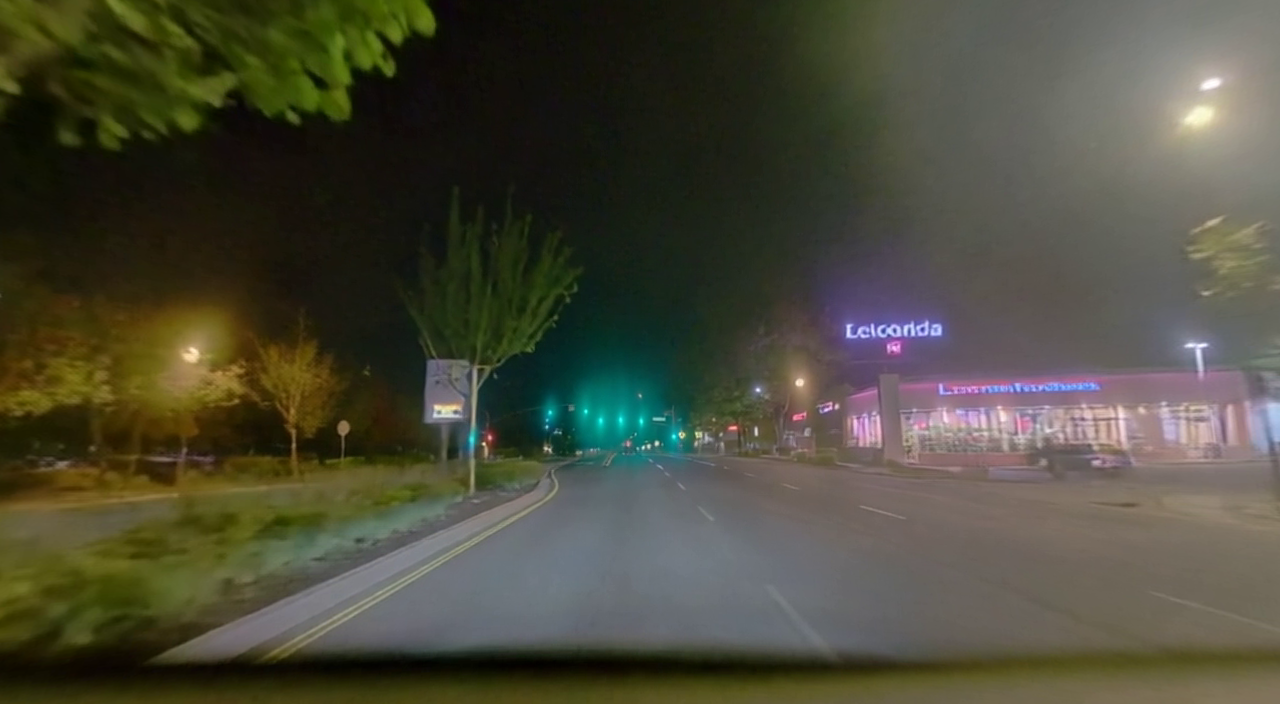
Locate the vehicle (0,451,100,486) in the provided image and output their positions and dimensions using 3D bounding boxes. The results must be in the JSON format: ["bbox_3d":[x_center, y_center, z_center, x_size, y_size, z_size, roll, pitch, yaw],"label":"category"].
[{"bbox_3d":[-26.969,5.154,28.167,3.976,1.436,1.900,4,-9,-27],"label":"vehicle"}]

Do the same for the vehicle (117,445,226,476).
[{"bbox_3d":[-27.184,6.280,36.894,4.731,1.677,1.999,5,-9,-28],"label":"vehicle"}]

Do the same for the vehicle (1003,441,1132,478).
[{"bbox_3d":[19.535,4.891,29.094,1.869,1.481,4.459,1,-8,-25],"label":"vehicle"}]
